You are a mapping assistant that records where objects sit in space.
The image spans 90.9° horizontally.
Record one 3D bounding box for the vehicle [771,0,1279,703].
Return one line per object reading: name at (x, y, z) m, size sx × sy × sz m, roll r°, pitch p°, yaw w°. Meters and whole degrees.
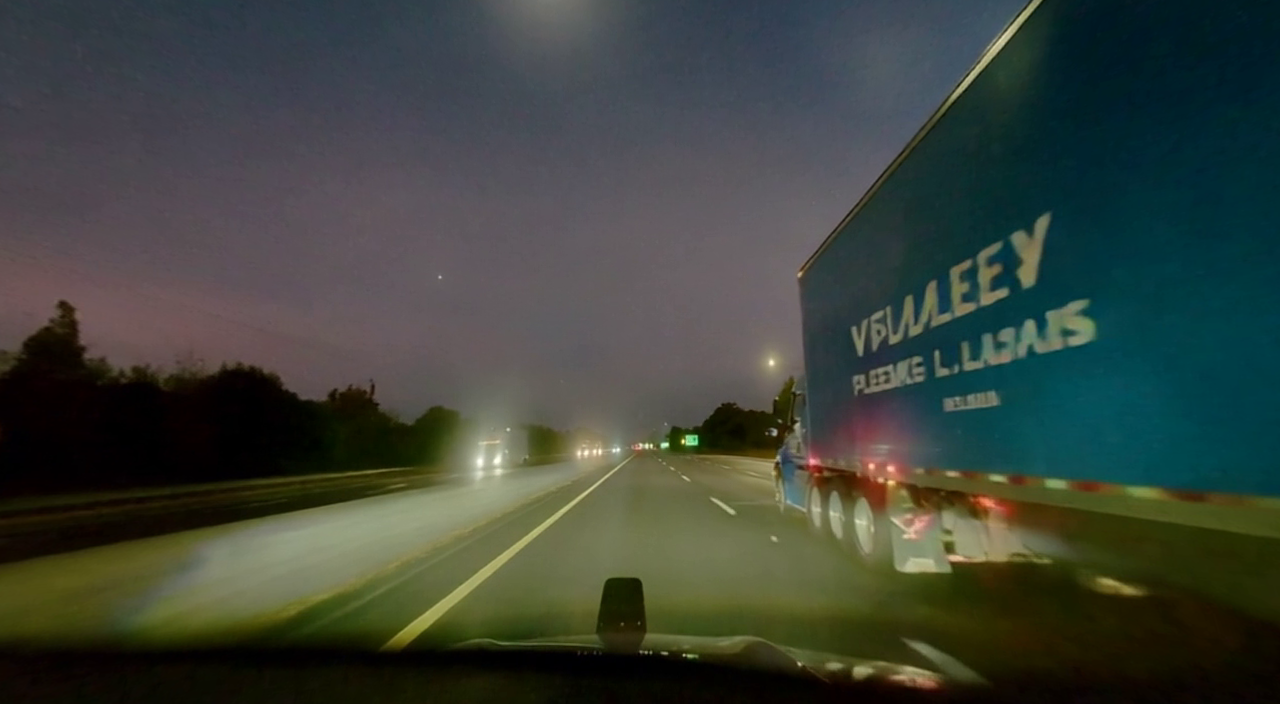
vehicle at (3.862, 0.212, 7.002) m, size 2.982 × 4.164 × 7.753 m, roll 0°, pitch -9°, yaw -1°
